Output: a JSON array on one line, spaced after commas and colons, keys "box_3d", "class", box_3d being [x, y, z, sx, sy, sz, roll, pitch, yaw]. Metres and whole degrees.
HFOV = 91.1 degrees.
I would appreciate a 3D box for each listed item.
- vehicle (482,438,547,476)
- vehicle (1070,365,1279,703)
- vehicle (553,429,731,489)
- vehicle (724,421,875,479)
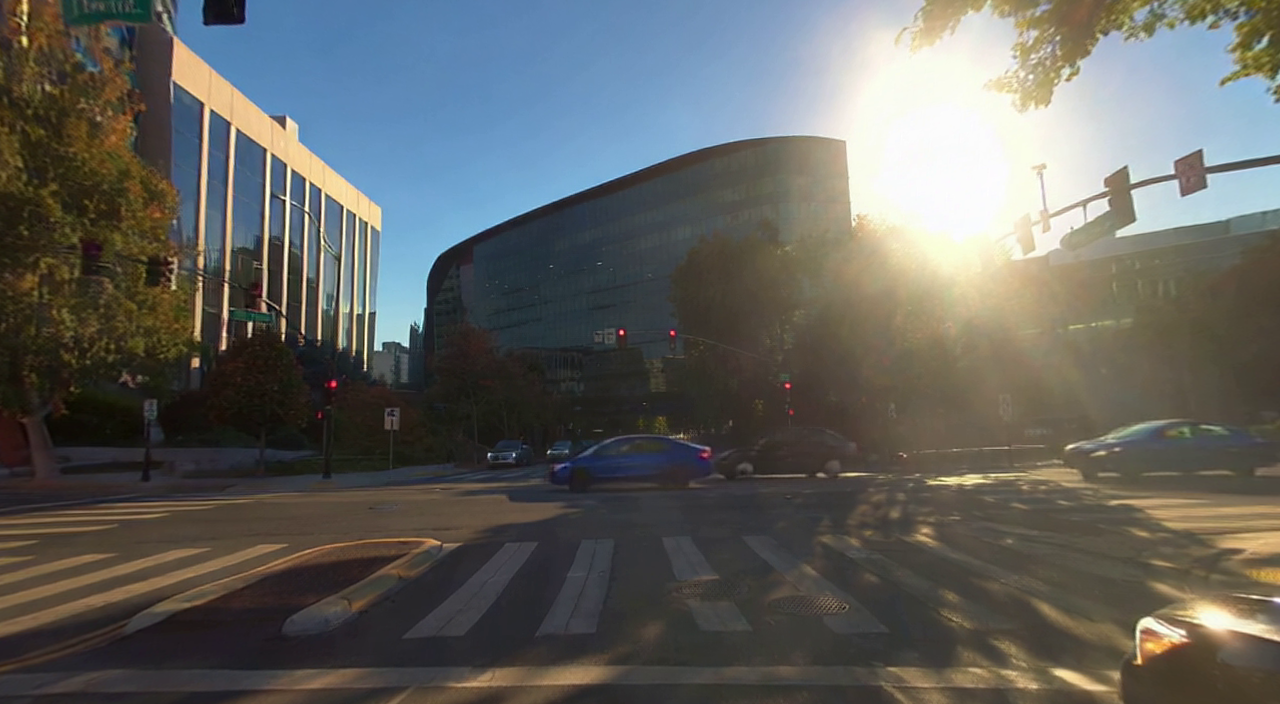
[{"box_3d": [-5.965, 5.036, 30.361, 2.115, 1.690, 4.322, -1, -8, 2], "class": "vehicle"}, {"box_3d": [2.888, 0.675, 0.826, 1.947, 1.576, 3.825, 0, -8, 1], "class": "vehicle"}, {"box_3d": [0.047, 2.842, 16.786, 4.464, 1.472, 1.867, 0, -8, 0], "class": "vehicle"}, {"box_3d": [5.054, 3.170, 20.439, 4.363, 1.757, 1.926, 0, -8, 1], "class": "vehicle"}]
